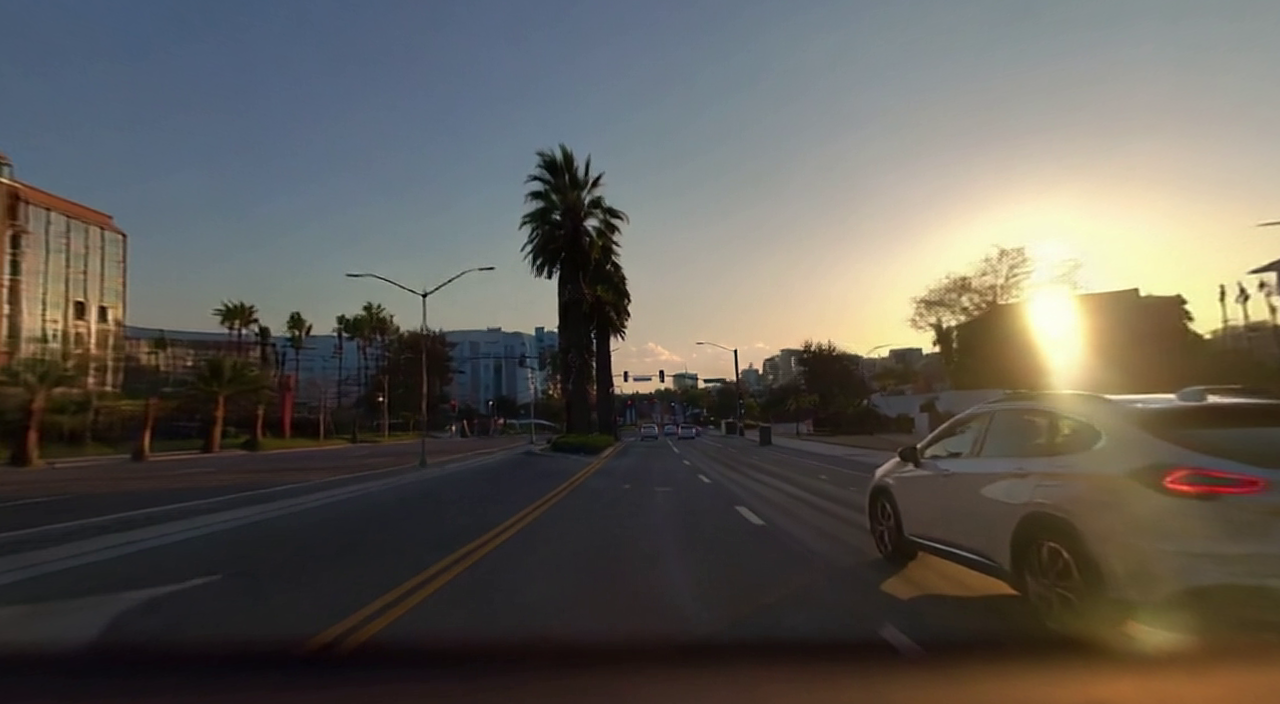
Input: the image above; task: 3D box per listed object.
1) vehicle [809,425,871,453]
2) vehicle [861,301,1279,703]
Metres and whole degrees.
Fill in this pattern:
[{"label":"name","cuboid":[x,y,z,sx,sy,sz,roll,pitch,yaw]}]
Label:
[{"label":"vehicle","cuboid":[11.411,5.019,36.339,1.871,1.465,4.395,0,-8,-4]},{"label":"vehicle","cuboid":[3.589,0.999,4.530,2.219,1.795,4.718,0,-8,-1]}]
